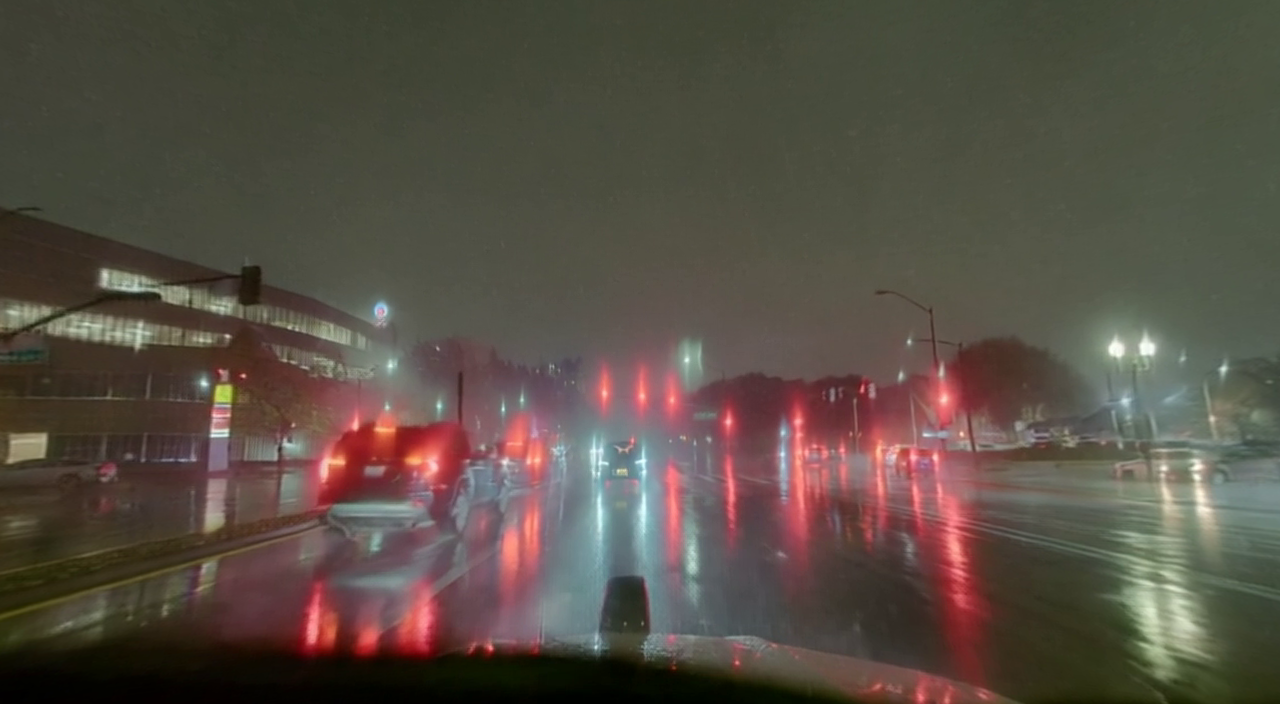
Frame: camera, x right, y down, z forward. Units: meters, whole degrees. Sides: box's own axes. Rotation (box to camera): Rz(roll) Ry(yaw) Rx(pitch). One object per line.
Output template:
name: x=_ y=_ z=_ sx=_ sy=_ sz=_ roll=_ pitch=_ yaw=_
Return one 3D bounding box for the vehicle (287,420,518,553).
vehicle: x=-3.499 y=2.075 z=10.475 sx=2.057 sy=1.678 sz=4.639 roll=0 pitch=-8 yaw=0

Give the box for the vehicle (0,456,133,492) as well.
vehicle: x=-26.683 y=5.588 z=29.125 sx=4.687 sy=1.482 sz=1.914 roll=5 pitch=-10 yaw=-30

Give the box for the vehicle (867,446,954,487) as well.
vehicle: x=11.149 y=4.721 z=26.326 sx=1.935 sy=1.435 sz=4.141 roll=3 pitch=-8 yaw=1

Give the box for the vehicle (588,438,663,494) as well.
vehicle: x=-0.442 y=3.414 z=19.250 sx=2.059 sy=1.477 sz=3.988 roll=0 pitch=-8 yaw=-1

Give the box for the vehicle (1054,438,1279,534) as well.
vehicle: x=10.312 y=2.395 z=11.966 sx=1.936 sy=1.474 sz=4.331 roll=0 pitch=-8 yaw=0
